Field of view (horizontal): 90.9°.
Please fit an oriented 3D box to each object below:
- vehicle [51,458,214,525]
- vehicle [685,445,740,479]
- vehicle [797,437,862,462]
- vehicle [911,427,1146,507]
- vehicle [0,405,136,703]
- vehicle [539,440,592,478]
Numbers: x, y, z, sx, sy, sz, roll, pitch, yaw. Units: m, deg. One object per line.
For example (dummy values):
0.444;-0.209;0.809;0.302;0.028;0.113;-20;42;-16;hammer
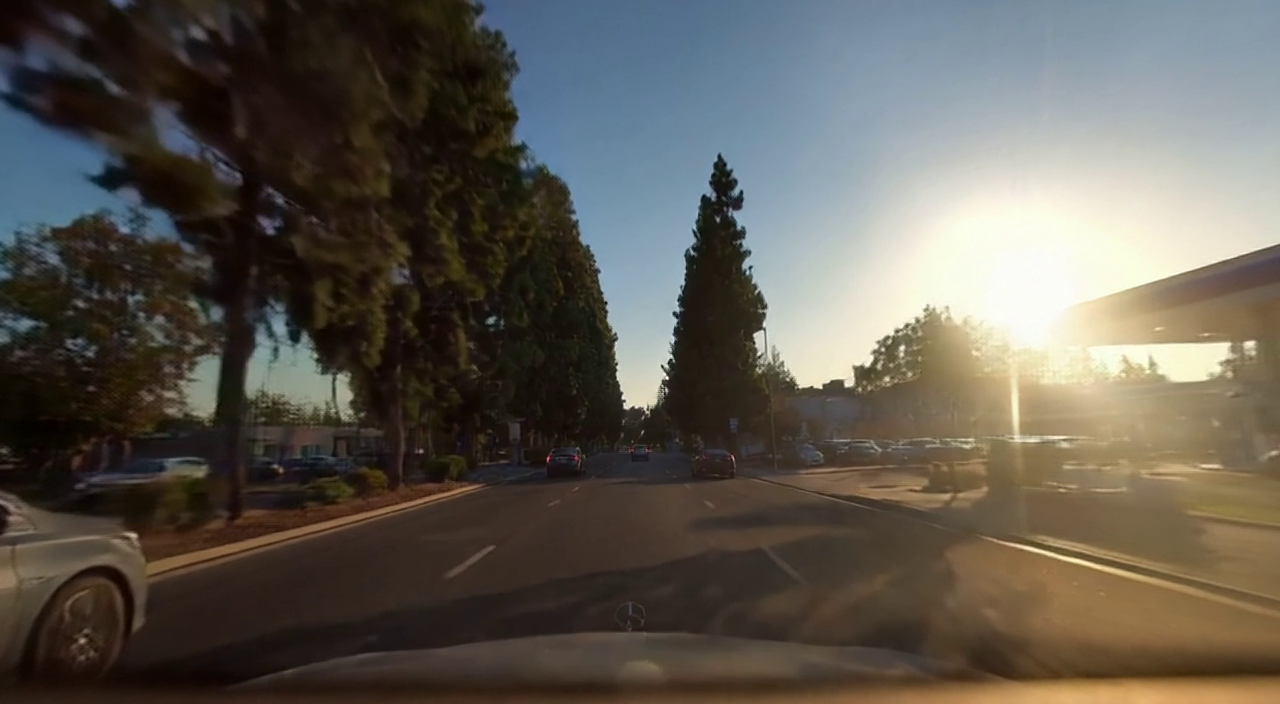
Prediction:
-13.591;3.696;17.281;1.839;1.478;4.437;3;-9;-16;vehicle
3.379;5.239;30.268;2.010;1.486;4.498;0;-9;-1;vehicle
14.195;7.310;47.492;2.097;1.779;4.720;4;-9;-24;vehicle
9.396;2.779;15.481;4.526;1.768;2.056;1;-9;-8;vehicle
-3.835;0.721;0.909;1.988;1.530;5.155;0;-9;0;vehicle
-3.649;5.336;31.649;2.051;1.747;4.370;0;-9;1;vehicle
